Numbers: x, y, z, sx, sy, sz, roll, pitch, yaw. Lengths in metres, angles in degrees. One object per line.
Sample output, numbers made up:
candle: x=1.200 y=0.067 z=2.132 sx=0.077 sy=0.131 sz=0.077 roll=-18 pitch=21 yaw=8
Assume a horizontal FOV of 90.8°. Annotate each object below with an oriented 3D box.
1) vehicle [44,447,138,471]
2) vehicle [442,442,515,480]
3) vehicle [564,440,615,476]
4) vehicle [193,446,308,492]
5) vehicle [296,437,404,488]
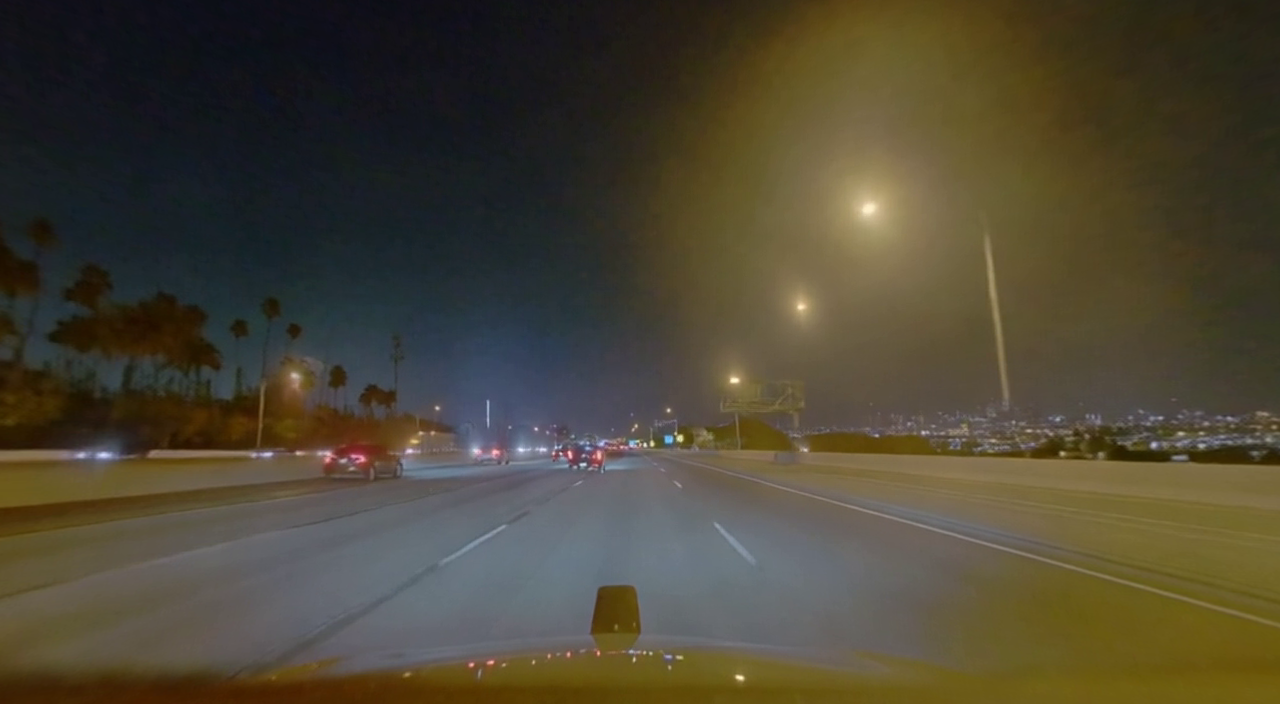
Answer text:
vehicle: x=-35.749 y=6.948 z=41.297 sx=1.797 sy=1.458 sz=4.635 roll=-1 pitch=-9 yaw=4
vehicle: x=-7.608 y=5.183 z=30.273 sx=2.204 sy=1.677 sz=4.438 roll=0 pitch=-9 yaw=1
vehicle: x=-2.471 y=5.338 z=31.962 sx=2.201 sy=1.672 sz=4.128 roll=0 pitch=-9 yaw=0
vehicle: x=-15.654 y=4.687 z=25.723 sx=1.836 sy=1.662 sz=4.317 roll=0 pitch=-9 yaw=1
vehicle: x=-11.664 y=4.457 z=25.881 sx=1.986 sy=1.875 sz=4.902 roll=0 pitch=-9 yaw=1
